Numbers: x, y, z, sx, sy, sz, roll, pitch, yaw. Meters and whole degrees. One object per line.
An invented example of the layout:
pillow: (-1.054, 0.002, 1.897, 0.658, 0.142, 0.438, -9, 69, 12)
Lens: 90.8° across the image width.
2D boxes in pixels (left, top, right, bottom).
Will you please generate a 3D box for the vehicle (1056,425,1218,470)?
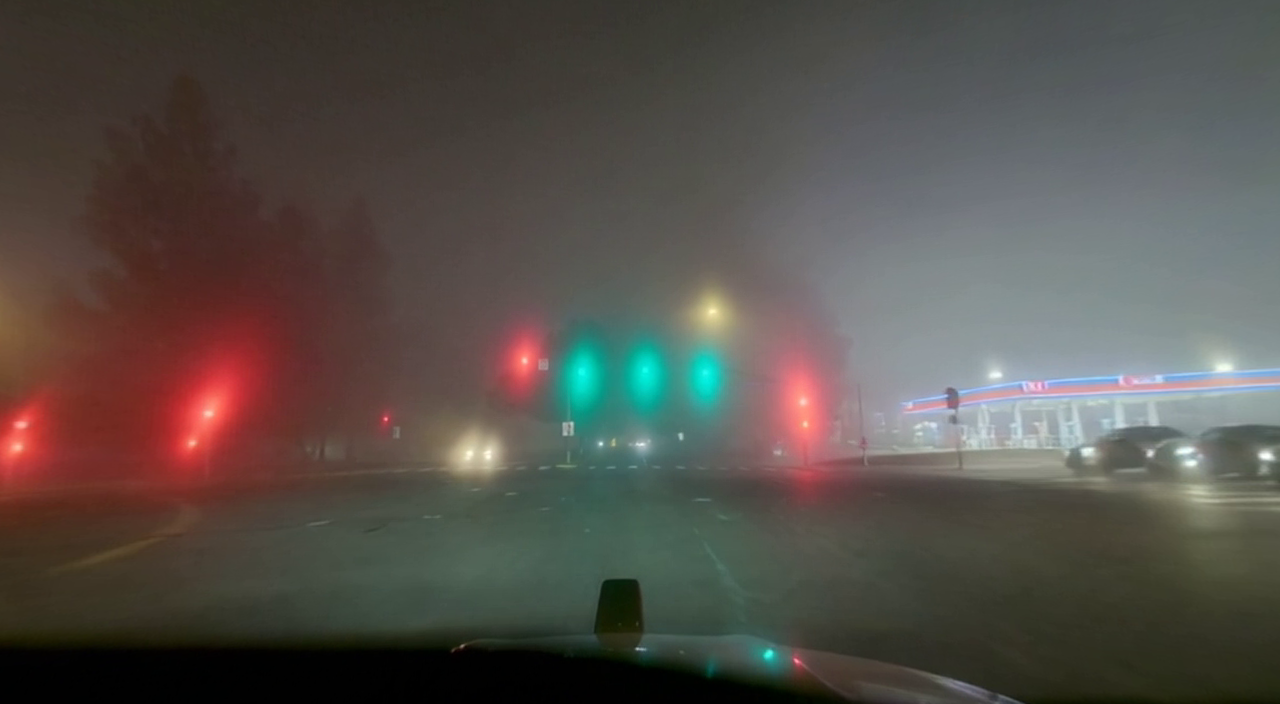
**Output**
vehicle: (20.846, 4.010, 26.692, 4.966, 1.778, 2.104, -1, -8, 2)

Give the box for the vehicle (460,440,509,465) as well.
vehicle: (-10.121, 6.556, 41.375, 2.029, 1.452, 4.598, -3, -8, 0)

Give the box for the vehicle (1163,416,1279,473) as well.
vehicle: (20.176, 2.999, 20.601, 4.364, 1.737, 1.967, -1, -8, 2)
